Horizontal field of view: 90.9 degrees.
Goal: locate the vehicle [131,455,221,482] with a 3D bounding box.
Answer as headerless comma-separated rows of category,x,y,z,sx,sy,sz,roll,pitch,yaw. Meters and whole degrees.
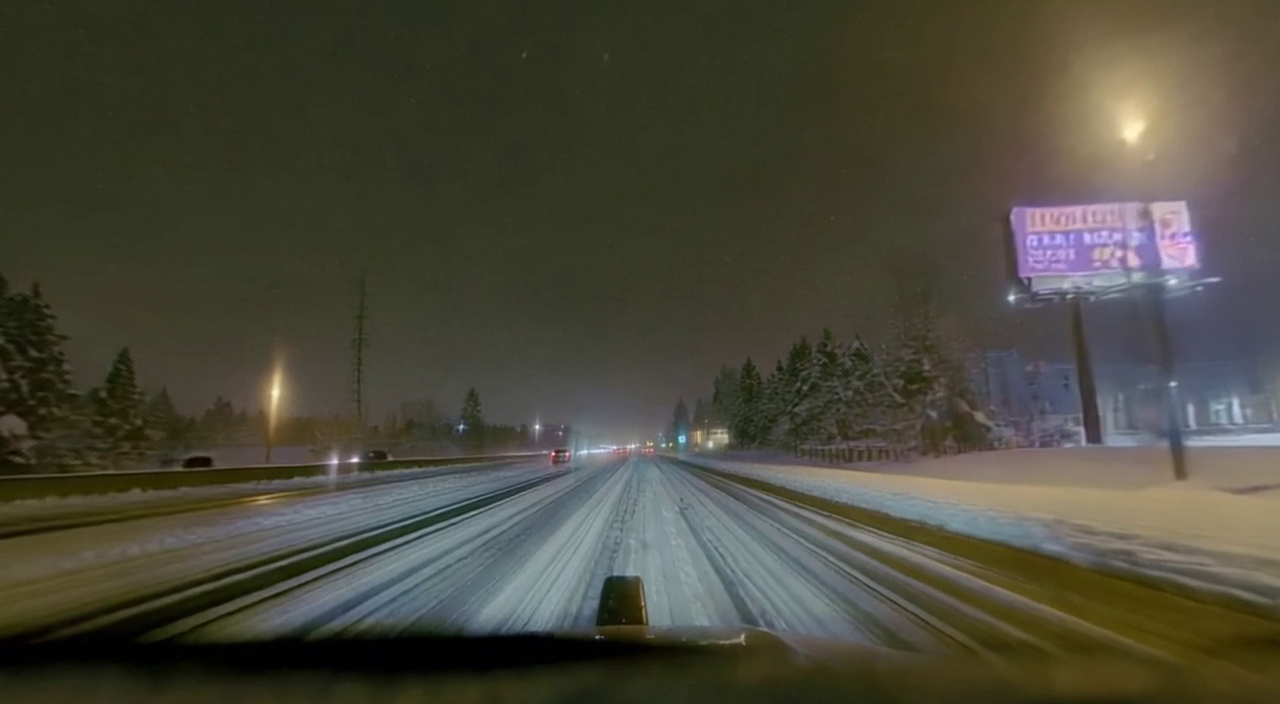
vehicle,-31.167,7.822,42.598,2.125,1.597,5.172,0,-8,1

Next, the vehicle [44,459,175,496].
vehicle,-24.188,5.699,29.035,2.032,1.455,4.585,0,-8,0

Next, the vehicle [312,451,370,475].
vehicle,-20.110,7.468,42.661,1.797,1.506,4.153,-1,-8,1
